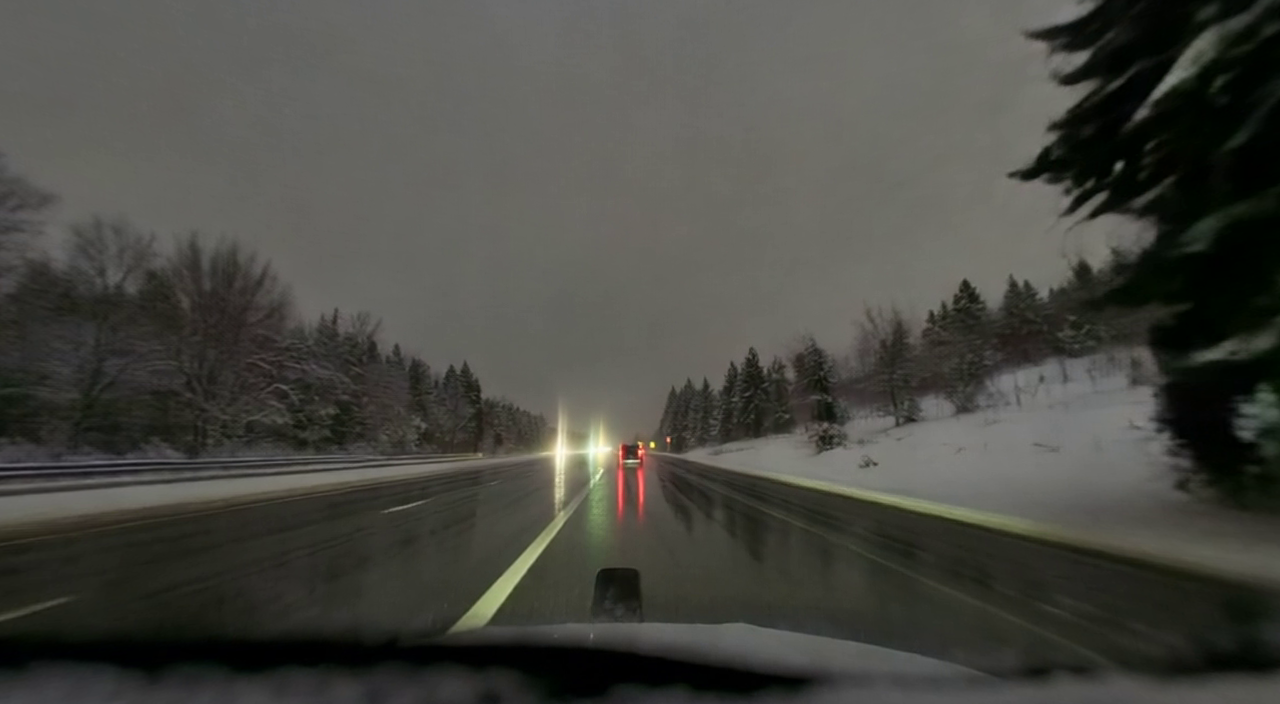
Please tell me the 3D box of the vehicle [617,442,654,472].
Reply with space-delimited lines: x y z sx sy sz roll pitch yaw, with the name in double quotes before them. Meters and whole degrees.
"vehicle" -0.285 6.451 38.818 2.120 1.715 4.153 0 -9 -1
